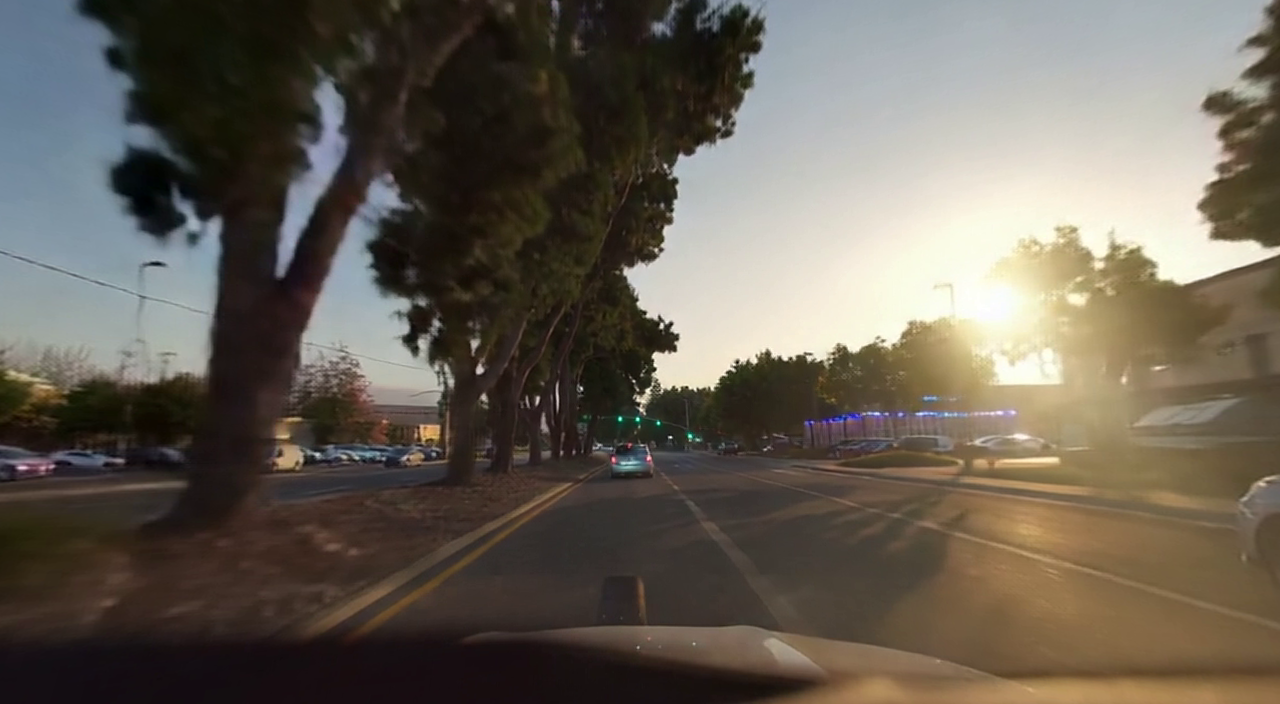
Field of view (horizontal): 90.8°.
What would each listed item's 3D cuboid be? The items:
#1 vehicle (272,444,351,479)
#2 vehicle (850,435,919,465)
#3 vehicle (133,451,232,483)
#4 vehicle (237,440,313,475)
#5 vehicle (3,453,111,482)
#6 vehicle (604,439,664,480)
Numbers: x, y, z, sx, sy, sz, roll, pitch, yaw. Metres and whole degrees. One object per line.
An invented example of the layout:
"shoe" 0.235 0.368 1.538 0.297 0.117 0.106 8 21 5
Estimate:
"vehicle" -19.385 6.438 37.572 2.129 1.794 4.967 -2 -8 -1
"vehicle" 15.807 6.355 41.179 2.377 1.783 5.145 0 -8 -1
"vehicle" -24.073 6.025 33.512 1.915 1.460 4.717 0 -8 -3
"vehicle" -24.176 6.987 42.113 2.202 2.103 4.899 -1 -8 -1
"vehicle" -32.785 6.478 35.657 4.303 1.464 1.799 7 -11 -42
"vehicle" -0.242 4.244 25.196 2.185 1.473 3.925 0 -8 -1
